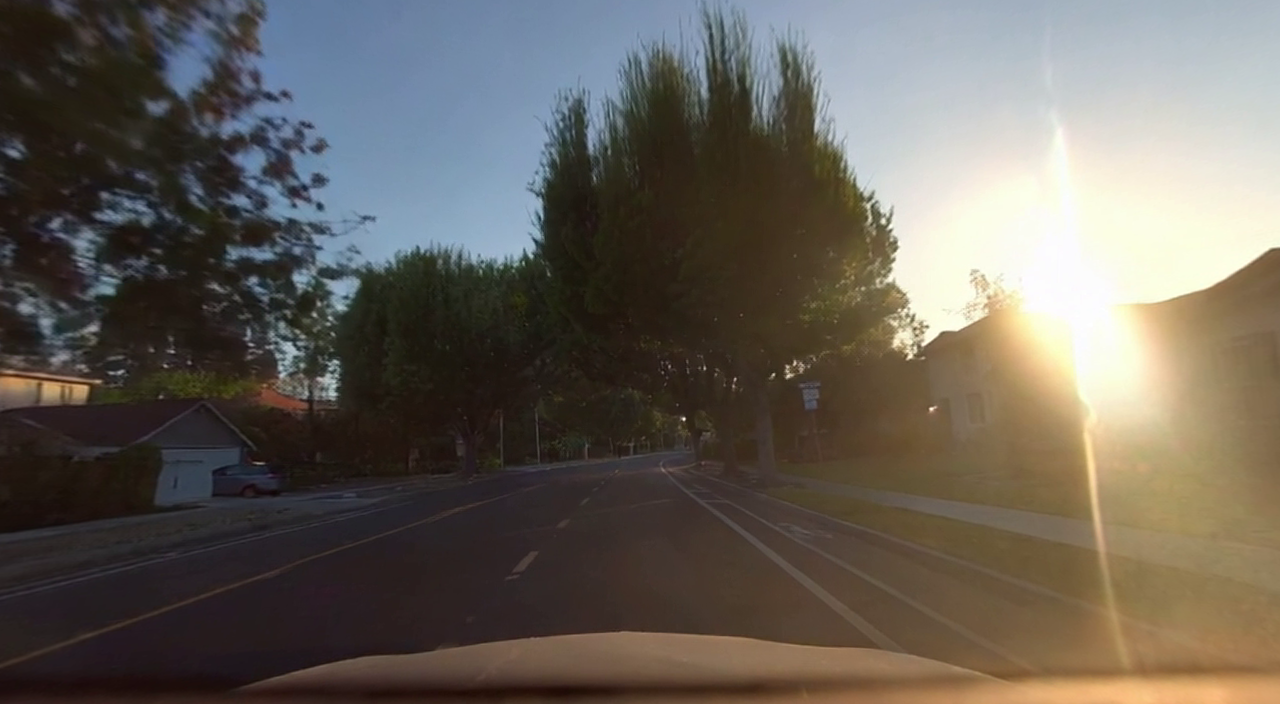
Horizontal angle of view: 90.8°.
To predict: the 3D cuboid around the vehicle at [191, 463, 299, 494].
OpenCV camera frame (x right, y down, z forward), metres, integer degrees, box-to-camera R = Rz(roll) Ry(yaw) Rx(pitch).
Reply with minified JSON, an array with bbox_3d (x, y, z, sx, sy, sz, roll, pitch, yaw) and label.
[{"bbox_3d":[-19.304,6.179,30.986,4.173,1.423,1.657,0,-8,3],"label":"vehicle"}]
